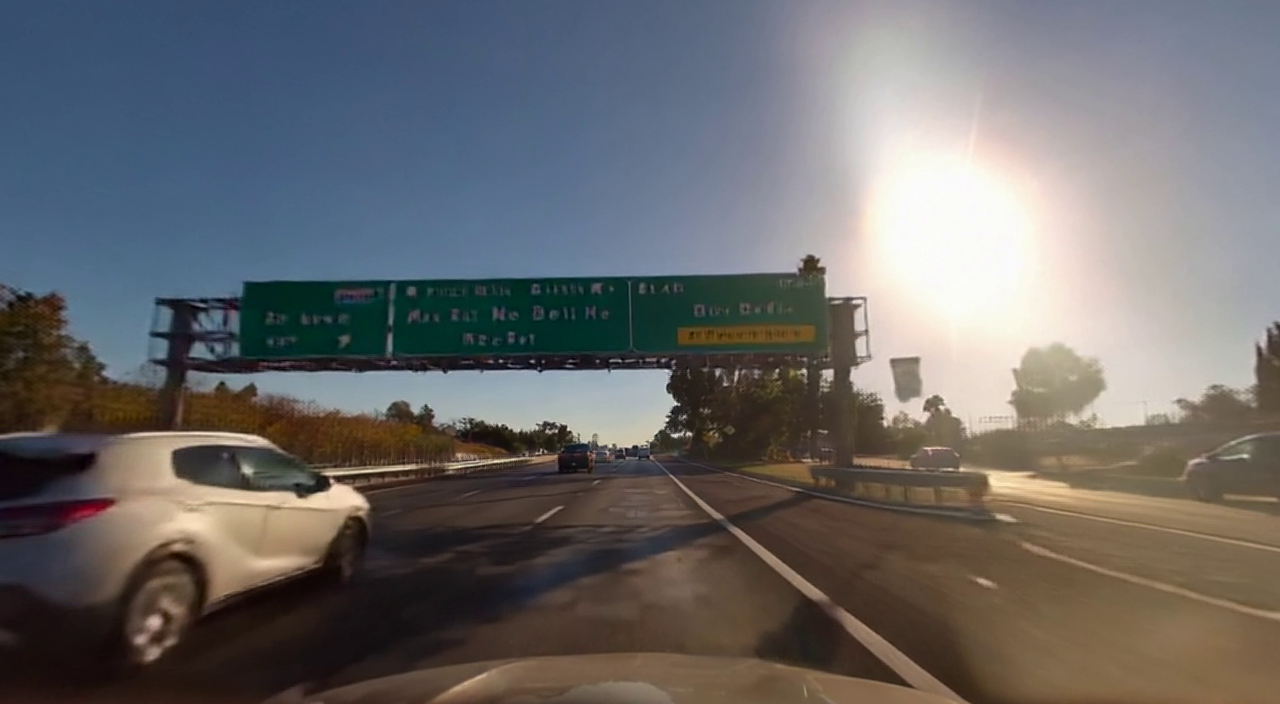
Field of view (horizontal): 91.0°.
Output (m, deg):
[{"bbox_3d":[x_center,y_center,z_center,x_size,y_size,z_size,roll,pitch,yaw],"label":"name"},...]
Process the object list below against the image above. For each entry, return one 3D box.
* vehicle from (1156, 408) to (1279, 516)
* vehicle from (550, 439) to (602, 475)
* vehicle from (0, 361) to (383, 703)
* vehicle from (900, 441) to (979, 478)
[{"bbox_3d":[13.930,2.248,12.938,2.330,2.132,5.338,-1,-9,5],"label":"vehicle"},{"bbox_3d":[-3.676,6.208,37.328,2.420,1.937,5.916,0,-9,0],"label":"vehicle"},{"bbox_3d":[-3.939,1.176,4.454,2.162,1.747,4.791,0,-9,1],"label":"vehicle"},{"bbox_3d":[15.563,5.582,33.030,1.991,1.755,4.836,-1,-9,4],"label":"vehicle"}]
